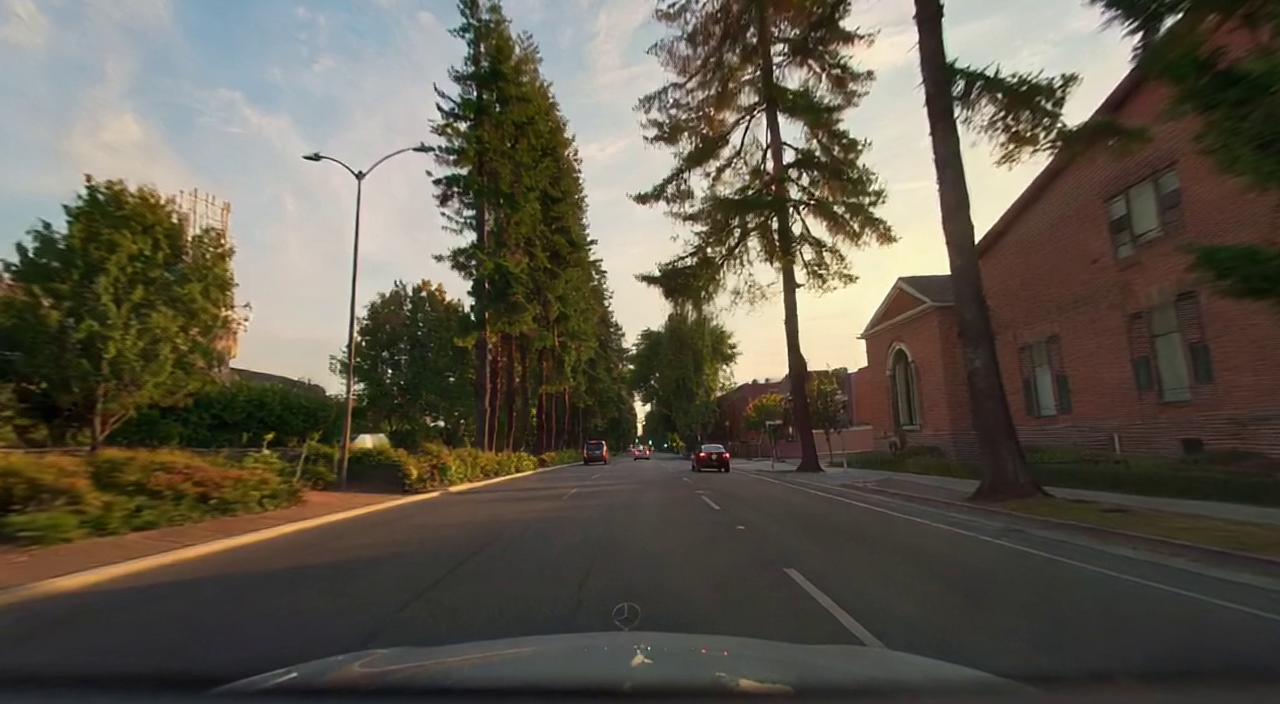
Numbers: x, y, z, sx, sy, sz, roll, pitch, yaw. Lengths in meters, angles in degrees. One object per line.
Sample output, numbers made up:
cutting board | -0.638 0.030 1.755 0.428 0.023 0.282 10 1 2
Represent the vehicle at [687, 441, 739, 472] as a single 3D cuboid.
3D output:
vehicle | 3.989 5.822 35.351 2.237 1.578 4.621 0 -8 -1
